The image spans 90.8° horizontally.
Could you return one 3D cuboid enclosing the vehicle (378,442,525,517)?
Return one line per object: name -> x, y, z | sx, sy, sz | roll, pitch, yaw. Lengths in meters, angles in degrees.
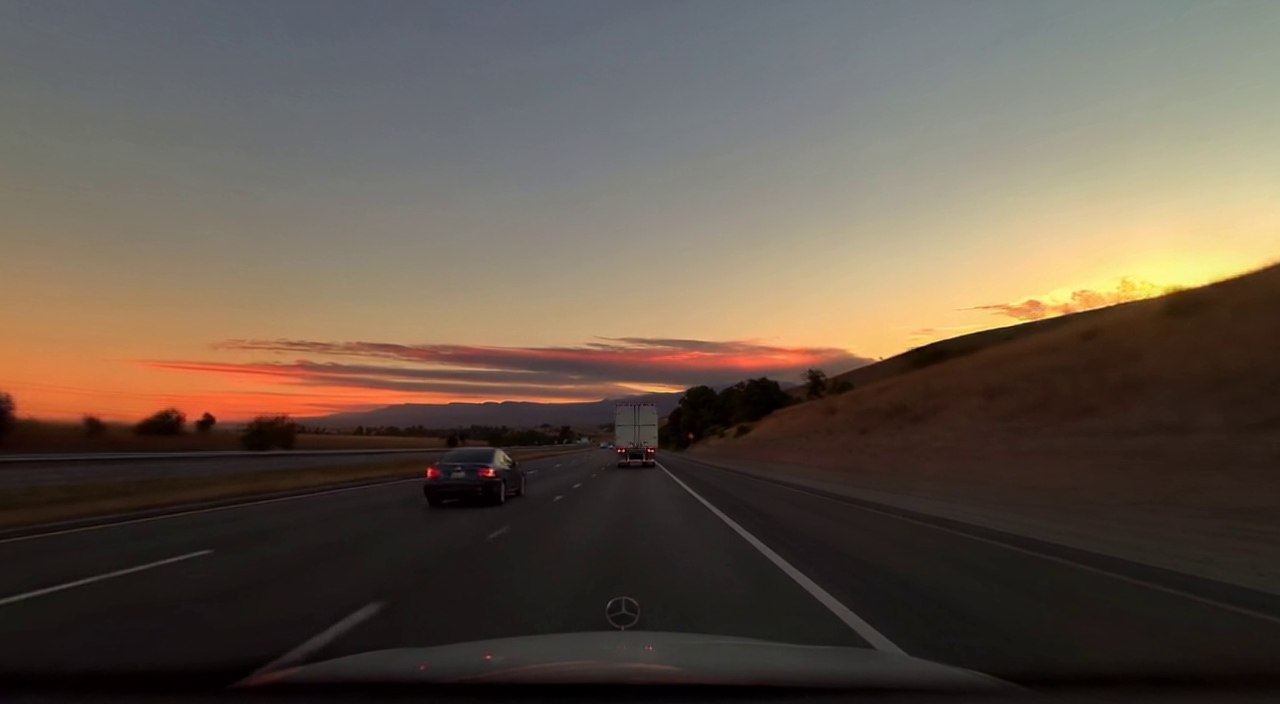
vehicle -> -4.193, 2.915, 15.051 | 1.892, 1.471, 5.047 | 0, -9, 1
